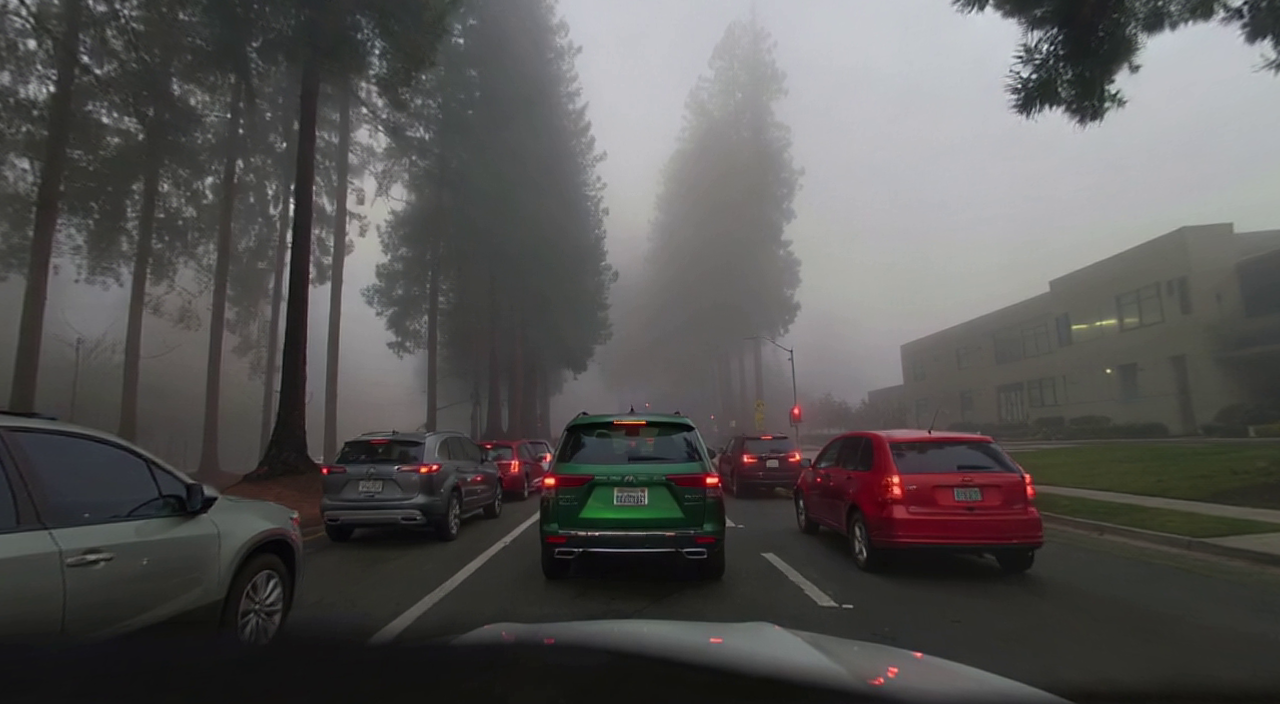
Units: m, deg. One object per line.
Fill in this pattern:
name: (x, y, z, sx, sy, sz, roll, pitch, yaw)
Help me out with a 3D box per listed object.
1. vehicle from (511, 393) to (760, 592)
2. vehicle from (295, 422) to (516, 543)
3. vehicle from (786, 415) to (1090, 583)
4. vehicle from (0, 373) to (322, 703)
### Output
vehicle: (-0.009, 1.535, 7.653, 2.193, 1.744, 4.033, 0, -8, 1)
vehicle: (-3.657, 2.110, 10.856, 2.042, 1.641, 4.314, 0, -8, 1)
vehicle: (3.259, 1.668, 7.862, 1.922, 1.579, 3.642, 0, -8, -1)
vehicle: (-3.788, 0.992, 3.285, 1.929, 1.641, 4.193, 0, -8, 2)
